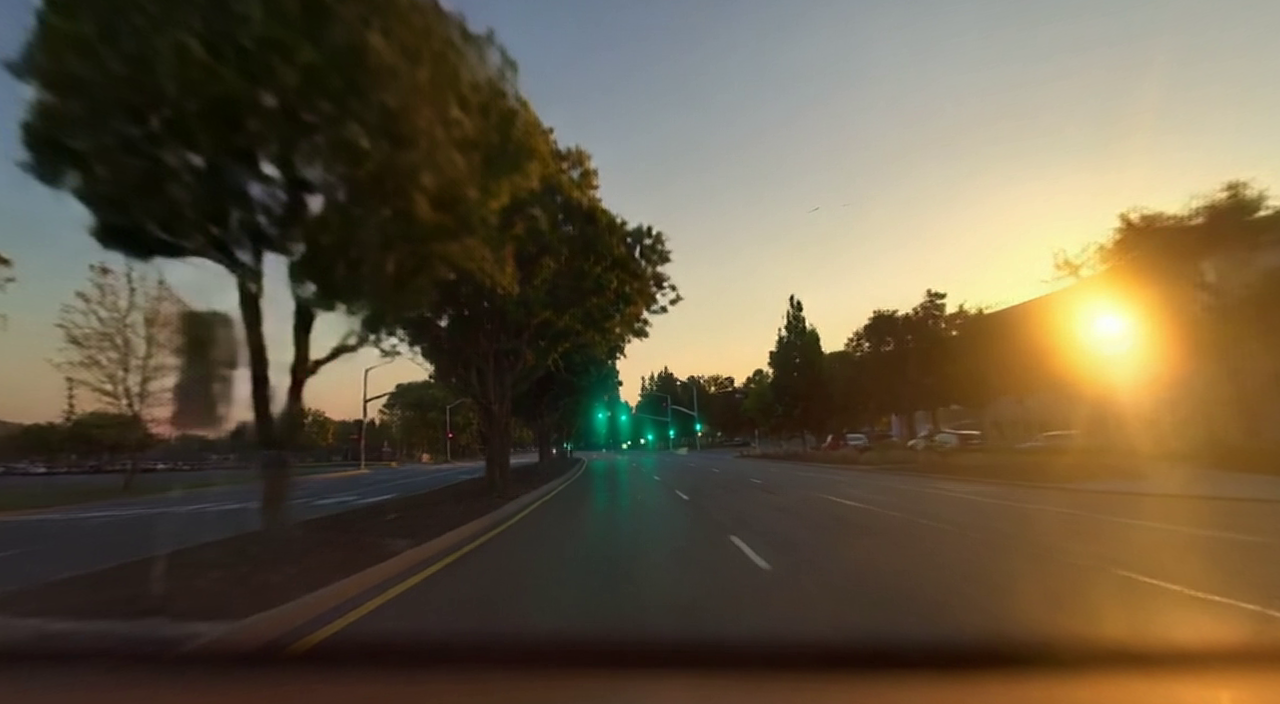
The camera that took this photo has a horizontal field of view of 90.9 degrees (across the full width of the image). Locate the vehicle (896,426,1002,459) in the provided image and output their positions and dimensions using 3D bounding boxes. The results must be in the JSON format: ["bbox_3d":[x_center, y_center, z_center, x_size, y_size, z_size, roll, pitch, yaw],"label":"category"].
[{"bbox_3d":[16.522,4.866,33.878,4.510,1.667,2.247,1,-8,-5],"label":"vehicle"}]
